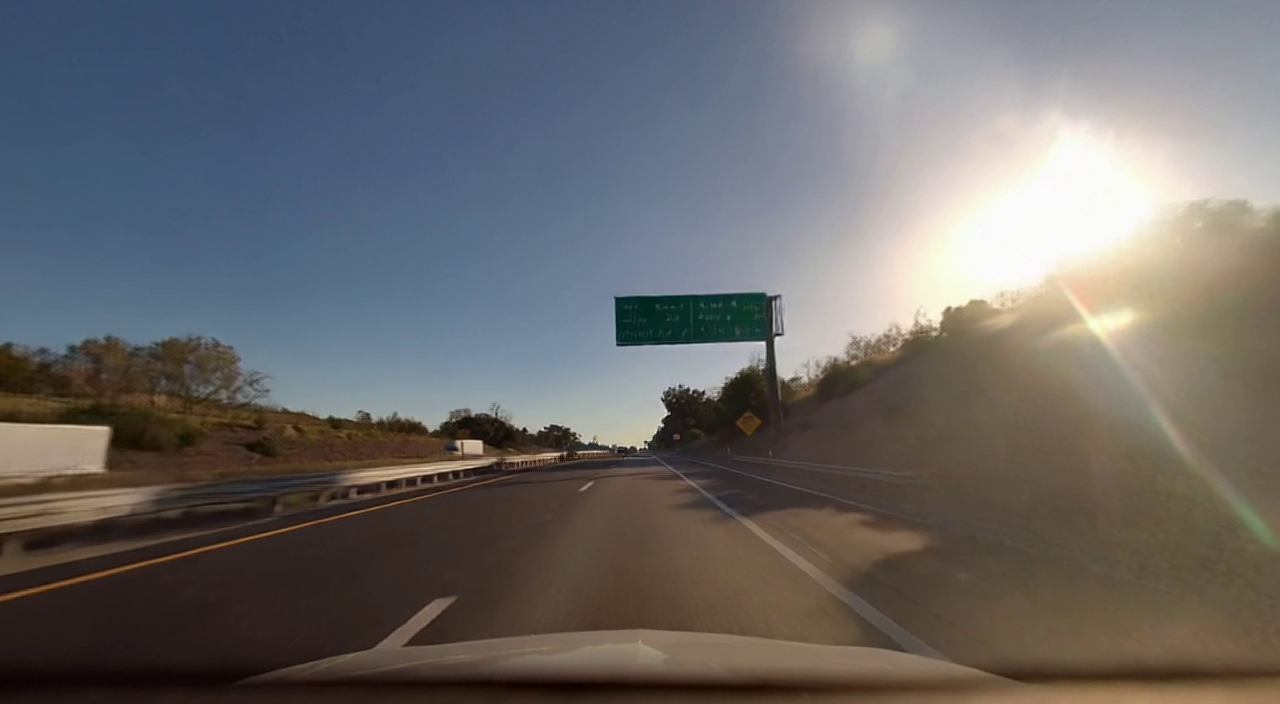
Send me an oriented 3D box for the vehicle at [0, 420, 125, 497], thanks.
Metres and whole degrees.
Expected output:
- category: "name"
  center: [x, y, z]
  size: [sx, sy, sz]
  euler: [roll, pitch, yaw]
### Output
- category: "vehicle"
  center: [-36.808, 5.889, 34.716]
  size: [2.951, 4.212, 16.402]
  euler: [0, -9, 0]
